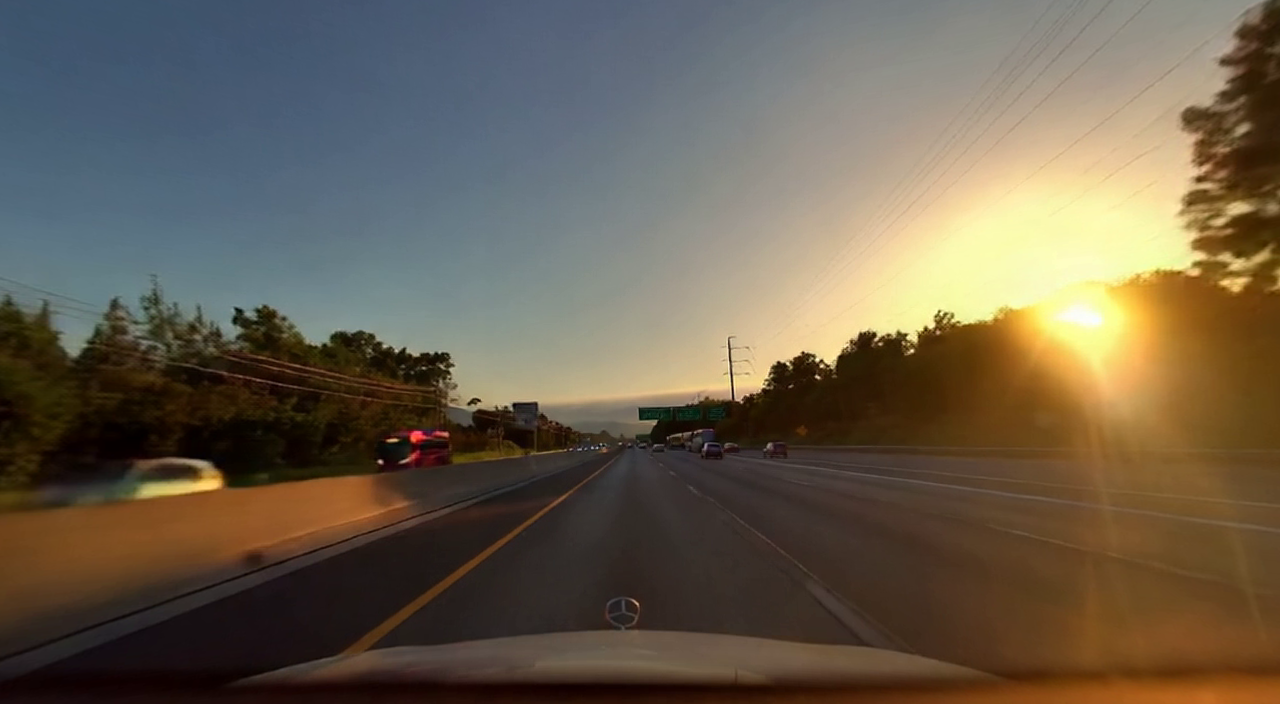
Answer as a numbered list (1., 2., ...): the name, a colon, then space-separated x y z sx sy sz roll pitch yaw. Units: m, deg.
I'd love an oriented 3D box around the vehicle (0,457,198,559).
1. vehicle: -10.772 2.776 11.874 1.869 1.506 4.205 0 -9 -1
